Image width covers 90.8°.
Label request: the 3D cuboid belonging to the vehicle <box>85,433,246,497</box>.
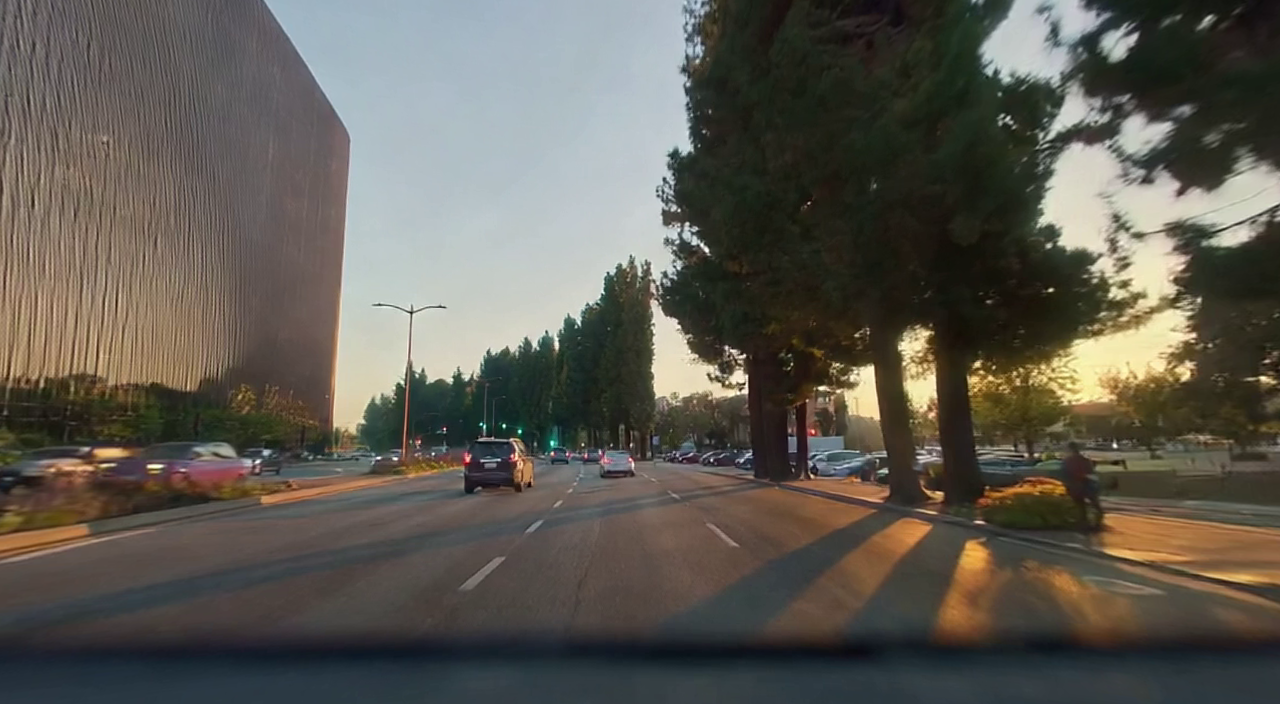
[{"bbox_3d":[-15.047,3.574,20.447,1.843,1.814,4.617,0,-8,-4],"label":"vehicle"}]

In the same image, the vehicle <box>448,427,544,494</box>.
[{"bbox_3d":[-4.242,3.265,19.362,2.001,1.784,4.483,0,-8,-2],"label":"vehicle"}]

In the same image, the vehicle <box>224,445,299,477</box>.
[{"bbox_3d":[-23.900,6.872,40.113,2.111,1.874,4.888,1,-8,-6],"label":"vehicle"}]

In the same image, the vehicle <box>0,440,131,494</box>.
[{"bbox_3d":[-22.245,4.295,24.066,2.037,1.841,4.653,0,-8,-4],"label":"vehicle"}]

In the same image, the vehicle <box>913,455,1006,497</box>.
[{"bbox_3d":[14.446,5.614,28.893,1.893,1.646,4.288,-1,-8,-2],"label":"vehicle"}]

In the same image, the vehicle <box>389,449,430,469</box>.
[{"bbox_3d":[-17.324,8.084,47.750,1.818,1.379,4.350,1,-8,-5],"label":"vehicle"}]

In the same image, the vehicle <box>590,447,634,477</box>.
[{"bbox_3d":[-1.440,5.452,31.552,2.050,1.385,4.096,0,-8,-4],"label":"vehicle"}]
